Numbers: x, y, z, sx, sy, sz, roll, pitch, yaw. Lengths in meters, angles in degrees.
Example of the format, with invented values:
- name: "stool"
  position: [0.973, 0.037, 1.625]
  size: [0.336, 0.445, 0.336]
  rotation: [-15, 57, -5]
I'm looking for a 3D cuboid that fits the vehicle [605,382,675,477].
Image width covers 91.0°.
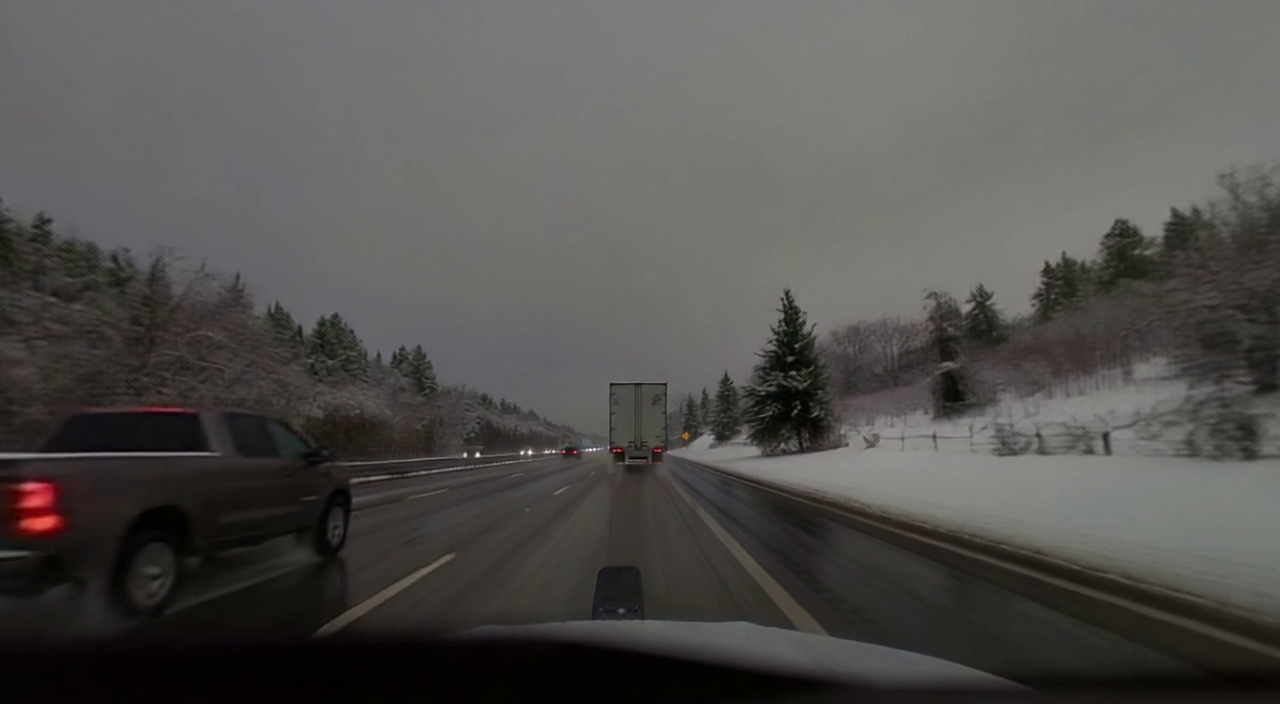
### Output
- name: "vehicle"
  position: [-0.077, 4.216, 33.190]
  size: [3.052, 4.132, 11.336]
  rotation: [0, -9, -1]

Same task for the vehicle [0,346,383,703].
- name: "vehicle"
  position: [-4.336, 1.209, 5.212]
  size: [2.285, 1.833, 4.984]
  rotation: [0, -9, 0]
